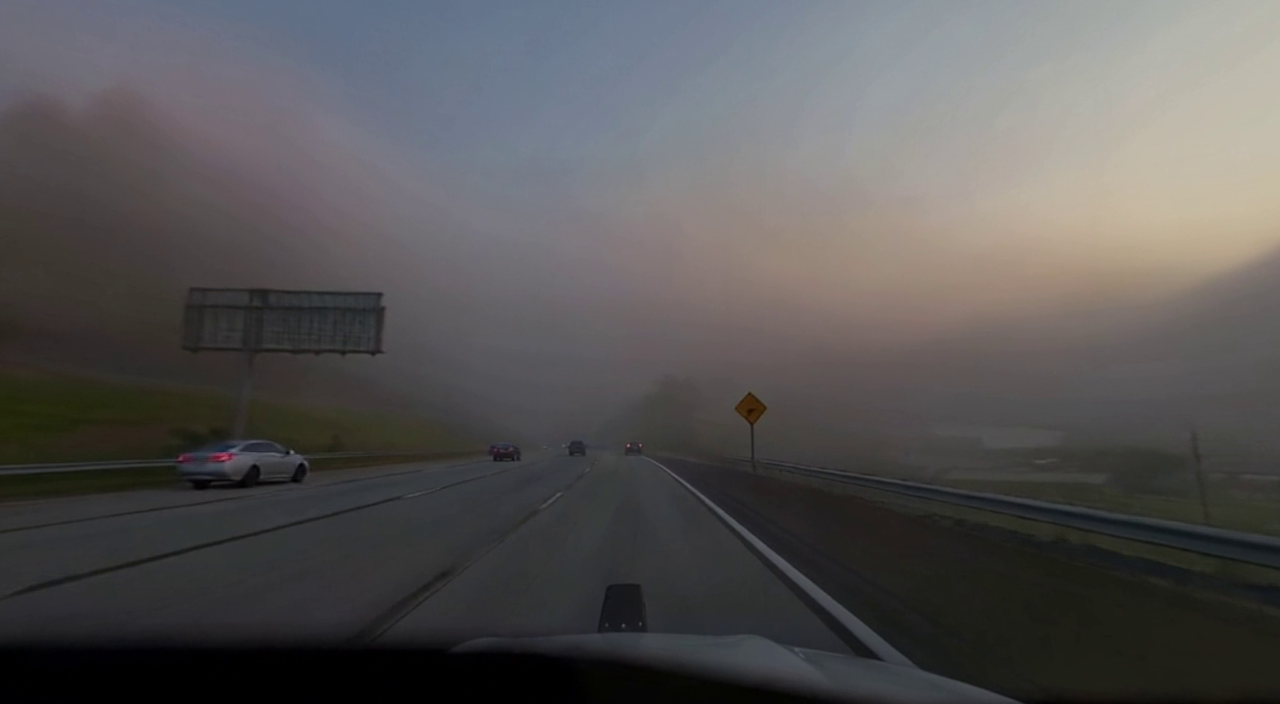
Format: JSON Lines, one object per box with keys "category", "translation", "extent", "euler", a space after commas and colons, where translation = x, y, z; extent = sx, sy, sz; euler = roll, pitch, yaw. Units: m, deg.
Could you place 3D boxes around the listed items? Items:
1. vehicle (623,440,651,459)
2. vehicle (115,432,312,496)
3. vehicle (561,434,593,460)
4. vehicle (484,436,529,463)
{"category": "vehicle", "translation": [-0.281, 7.712, 49.855], "extent": [2.060, 1.465, 3.974], "euler": [0, -8, -3]}
{"category": "vehicle", "translation": [-11.455, 3.028, 17.431], "extent": [2.056, 1.489, 4.852], "euler": [0, -8, 0]}
{"category": "vehicle", "translation": [-4.753, 7.223, 47.899], "extent": [2.138, 1.833, 4.622], "euler": [0, -8, -2]}
{"category": "vehicle", "translation": [-8.477, 6.245, 40.293], "extent": [2.015, 1.651, 4.432], "euler": [0, -8, -2]}
